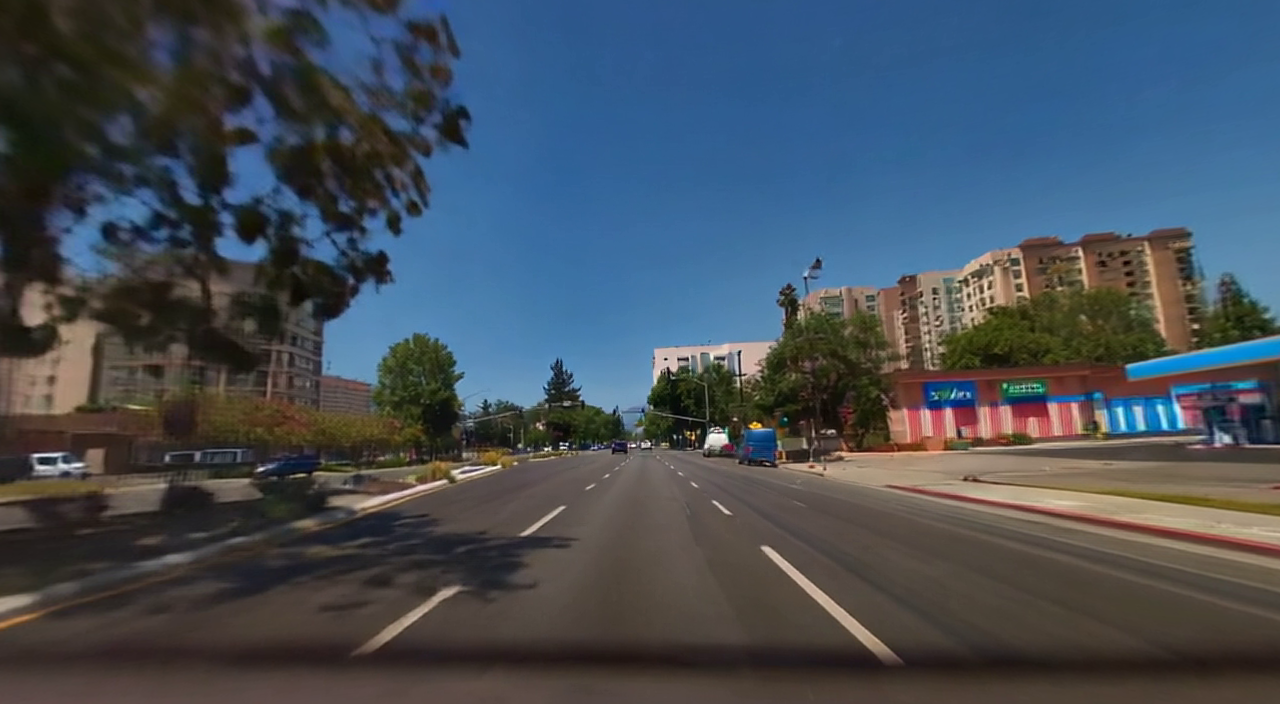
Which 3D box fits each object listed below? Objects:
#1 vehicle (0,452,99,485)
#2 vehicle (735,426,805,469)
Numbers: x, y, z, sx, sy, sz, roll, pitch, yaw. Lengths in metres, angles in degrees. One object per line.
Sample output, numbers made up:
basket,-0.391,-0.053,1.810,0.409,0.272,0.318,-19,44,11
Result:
vehicle,-36.972,7.166,39.141,2.112,1.854,5.033,0,-8,2
vehicle,7.561,5.677,37.649,2.764,2.327,6.492,0,-8,0
